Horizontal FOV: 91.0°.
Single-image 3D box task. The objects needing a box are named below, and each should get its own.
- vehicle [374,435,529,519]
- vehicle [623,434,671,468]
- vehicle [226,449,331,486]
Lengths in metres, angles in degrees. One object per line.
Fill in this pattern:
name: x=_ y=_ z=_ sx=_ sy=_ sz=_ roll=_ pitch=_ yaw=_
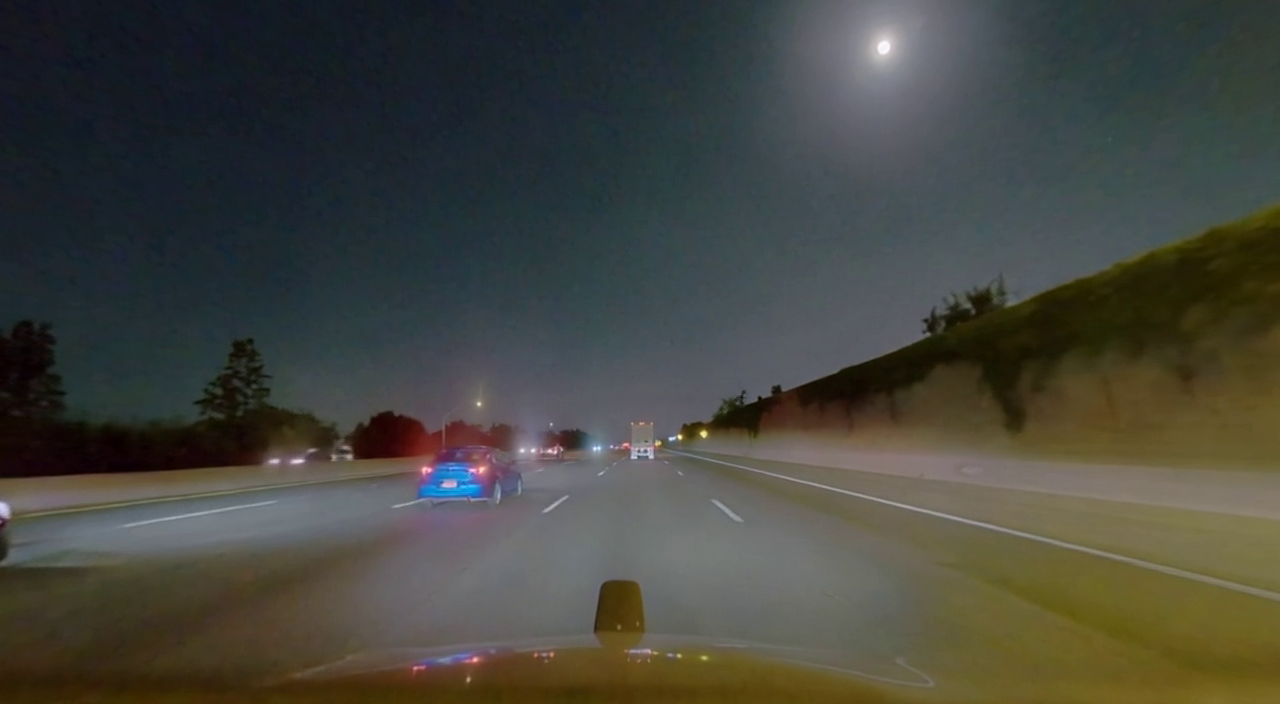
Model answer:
vehicle: x=-3.822 y=2.598 z=13.671 sx=2.000 sy=1.512 sz=4.371 roll=0 pitch=-8 yaw=0
vehicle: x=0.383 y=6.193 z=39.638 sx=2.856 sy=1.994 sz=4.931 roll=0 pitch=-8 yaw=-1
vehicle: x=-16.759 y=5.342 z=29.499 sx=2.115 sy=1.526 sz=4.617 roll=0 pitch=-9 yaw=1
